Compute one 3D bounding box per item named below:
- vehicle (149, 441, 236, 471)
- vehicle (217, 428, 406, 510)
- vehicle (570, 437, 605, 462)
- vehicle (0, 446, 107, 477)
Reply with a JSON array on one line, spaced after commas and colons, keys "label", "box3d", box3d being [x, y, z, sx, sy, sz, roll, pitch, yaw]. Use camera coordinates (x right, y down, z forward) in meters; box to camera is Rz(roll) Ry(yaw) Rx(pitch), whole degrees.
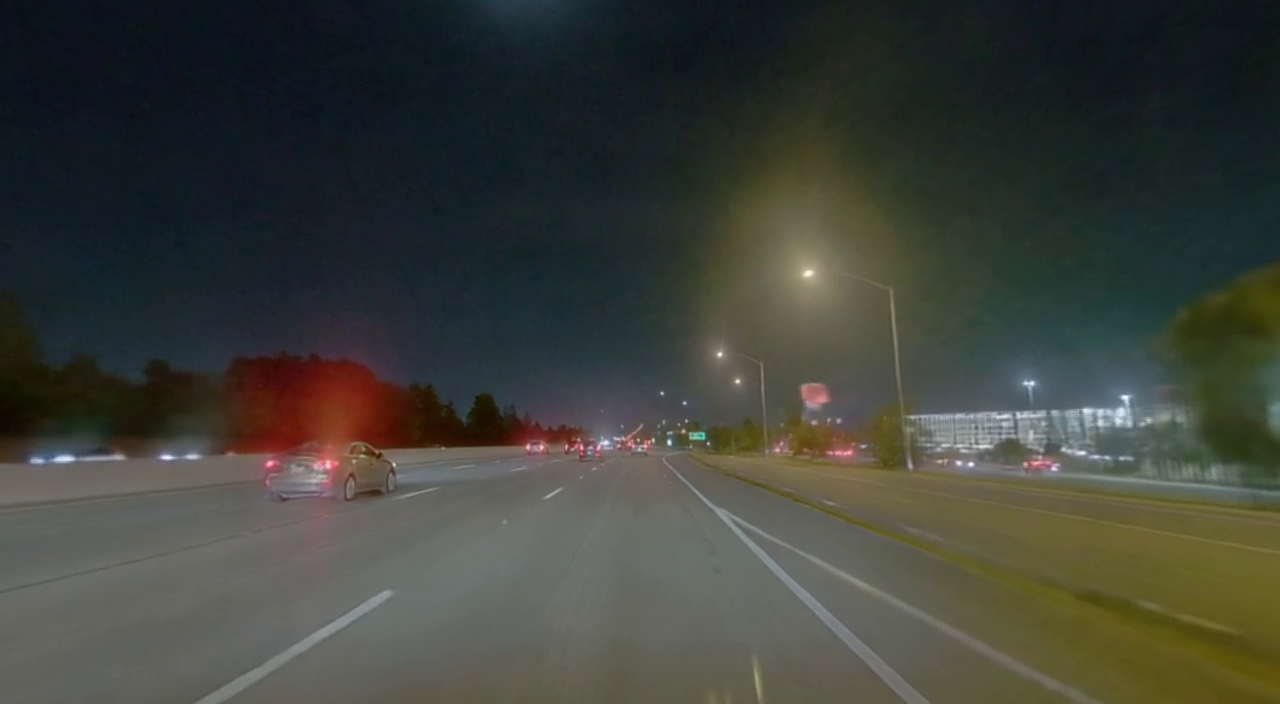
[{"label": "vehicle", "box3d": [-27.123, 6.290, 38.361, 1.929, 1.714, 4.511, 0, -8, 1]}, {"label": "vehicle", "box3d": [-7.584, 2.732, 15.223, 2.071, 1.661, 4.540, 0, -8, 1]}, {"label": "vehicle", "box3d": [-3.849, 7.270, 47.074, 2.158, 1.717, 4.375, 0, -8, 1]}, {"label": "vehicle", "box3d": [-31.333, 5.804, 33.598, 1.871, 1.509, 4.388, 0, -8, 1]}]
